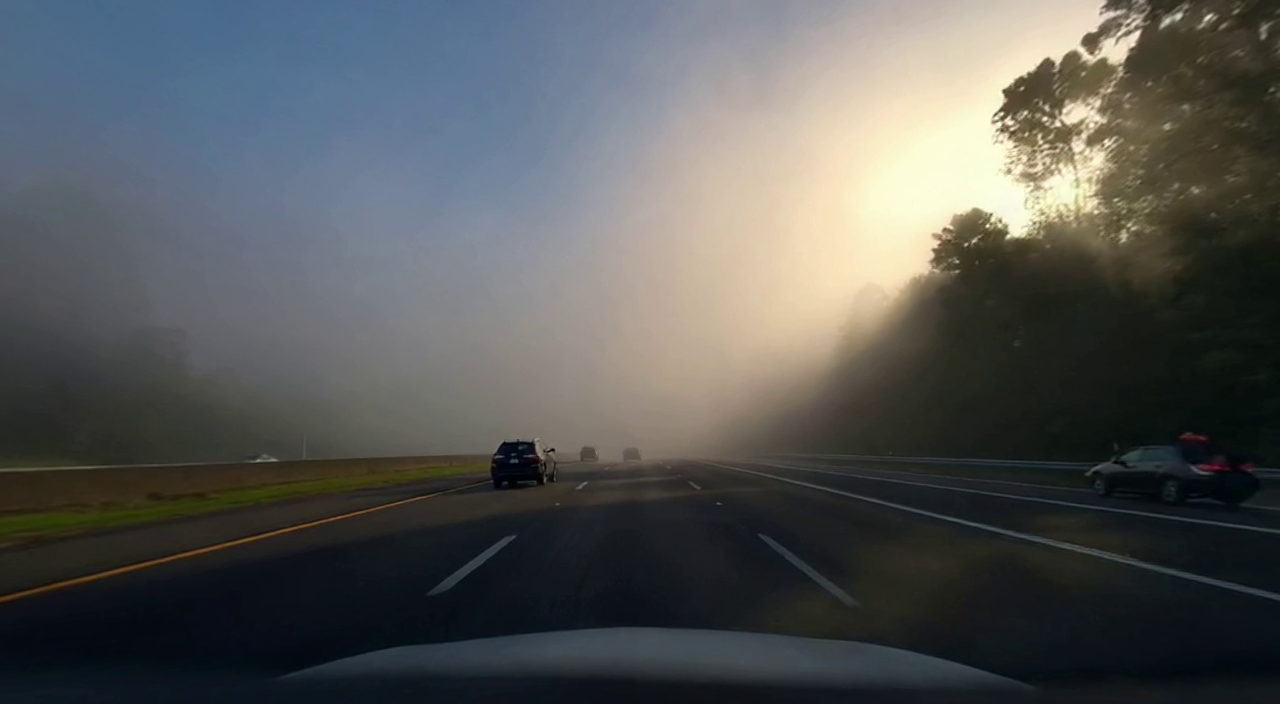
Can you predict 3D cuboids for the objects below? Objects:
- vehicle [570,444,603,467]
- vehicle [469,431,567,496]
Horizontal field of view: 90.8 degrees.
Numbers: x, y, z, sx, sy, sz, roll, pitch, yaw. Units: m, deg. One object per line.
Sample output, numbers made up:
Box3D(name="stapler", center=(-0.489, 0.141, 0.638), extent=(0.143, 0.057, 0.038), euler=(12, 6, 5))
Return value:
Box3D(name="vehicle", center=(-4.113, 8.003, 48.973), extent=(2.121, 1.657, 4.448), euler=(0, -9, 0))
Box3D(name="vehicle", center=(-3.623, 3.419, 19.666), extent=(2.114, 1.774, 4.427), euler=(0, -9, 1))
